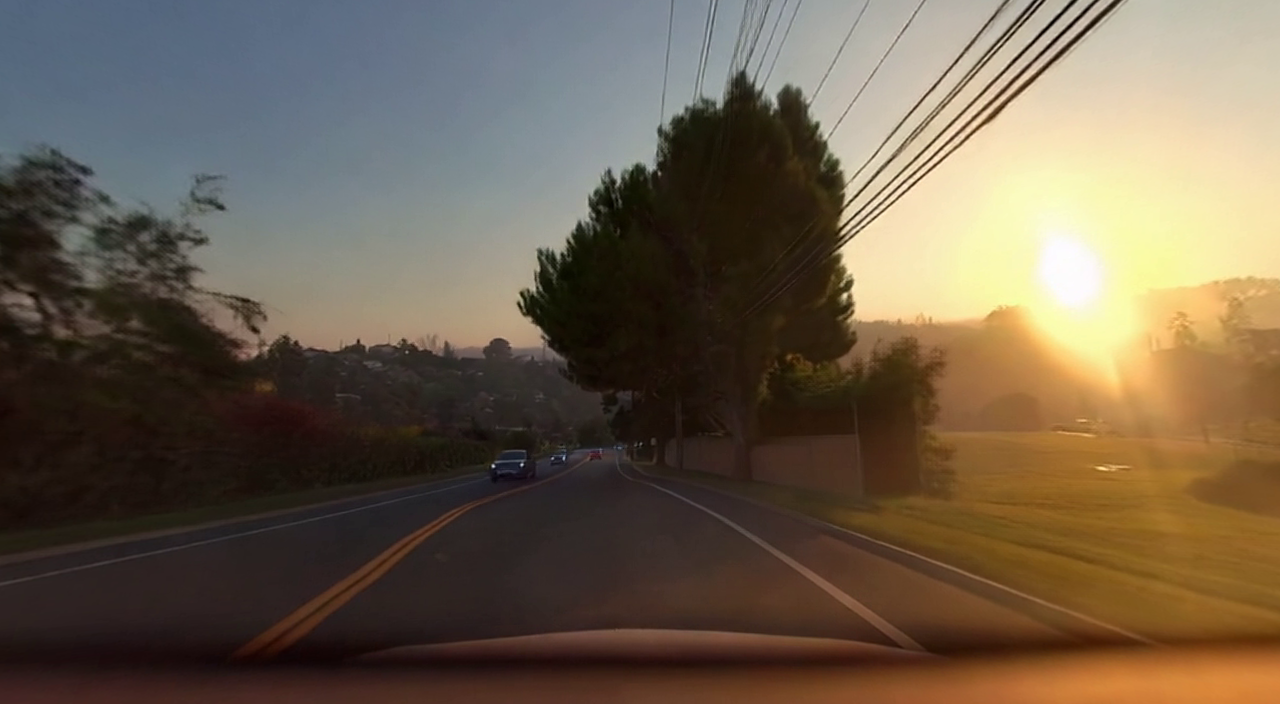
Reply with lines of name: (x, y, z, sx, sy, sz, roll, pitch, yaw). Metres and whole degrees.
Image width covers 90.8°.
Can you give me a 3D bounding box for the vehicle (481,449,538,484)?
vehicle: (-6.668, 5.874, 32.733, 2.121, 1.653, 4.510, 1, -8, -2)
